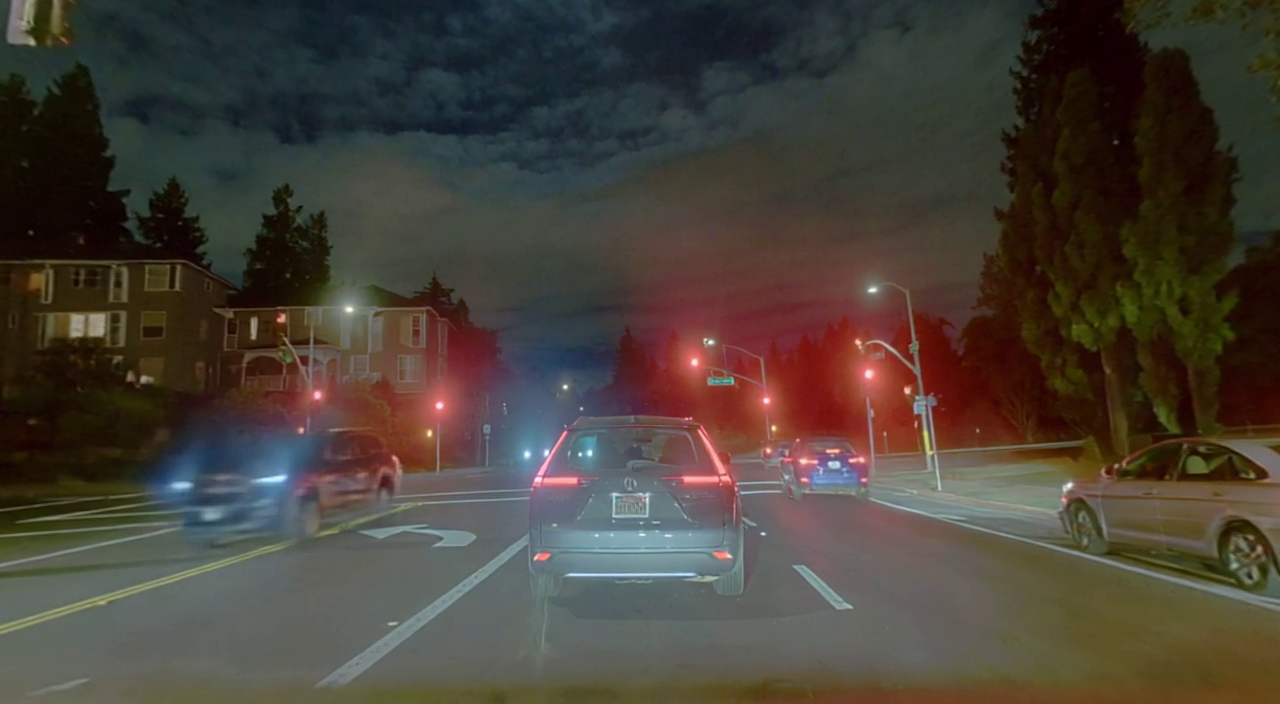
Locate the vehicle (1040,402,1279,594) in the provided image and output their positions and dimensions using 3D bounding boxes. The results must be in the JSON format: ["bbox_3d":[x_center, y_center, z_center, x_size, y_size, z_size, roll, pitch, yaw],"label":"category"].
[{"bbox_3d":[7.026,1.535,7.046,1.989,1.791,4.735,0,-8,1],"label":"vehicle"}]

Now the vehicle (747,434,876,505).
[{"bbox_3d":[4.143,2.914,16.145,2.077,1.527,4.755,0,-8,1],"label":"vehicle"}]

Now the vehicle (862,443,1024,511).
[{"bbox_3d":[7.293,3.011,15.799,1.860,1.436,4.479,0,-8,0],"label":"vehicle"}]

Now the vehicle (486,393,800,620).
[{"bbox_3d":[0.049,1.468,6.937,2.322,1.667,4.367,0,-8,1],"label":"vehicle"}]

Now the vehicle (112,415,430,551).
[{"bbox_3d":[-5.870,2.129,11.013,2.059,1.797,4.824,-2,-8,10],"label":"vehicle"}]
